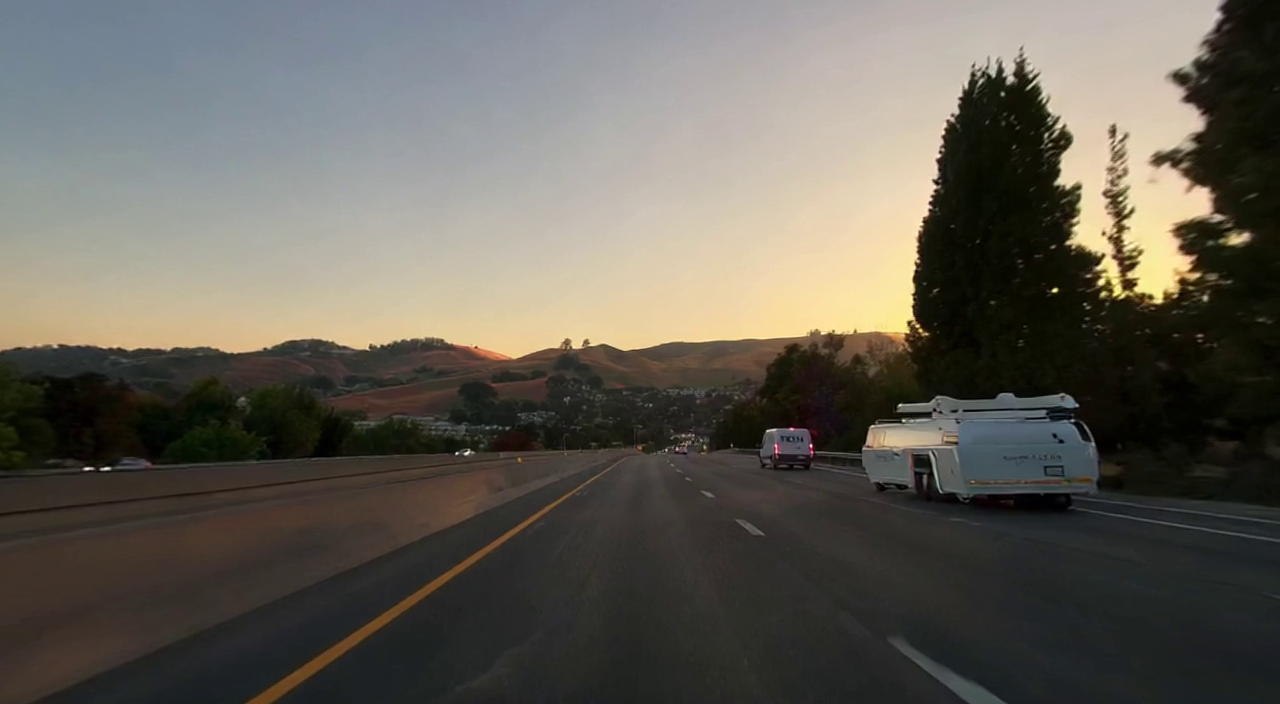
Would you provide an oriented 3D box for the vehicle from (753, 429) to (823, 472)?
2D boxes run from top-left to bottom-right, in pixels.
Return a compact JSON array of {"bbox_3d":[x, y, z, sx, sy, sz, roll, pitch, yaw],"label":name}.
[{"bbox_3d":[7.658,5.178,33.302,2.275,2.059,5.543,0,-8,-1],"label":"vehicle"}]

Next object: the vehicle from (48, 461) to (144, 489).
[{"bbox_3d":[-35.373,7.978,41.191,1.933,1.536,4.882,0,-8,-1],"label":"vehicle"}]
